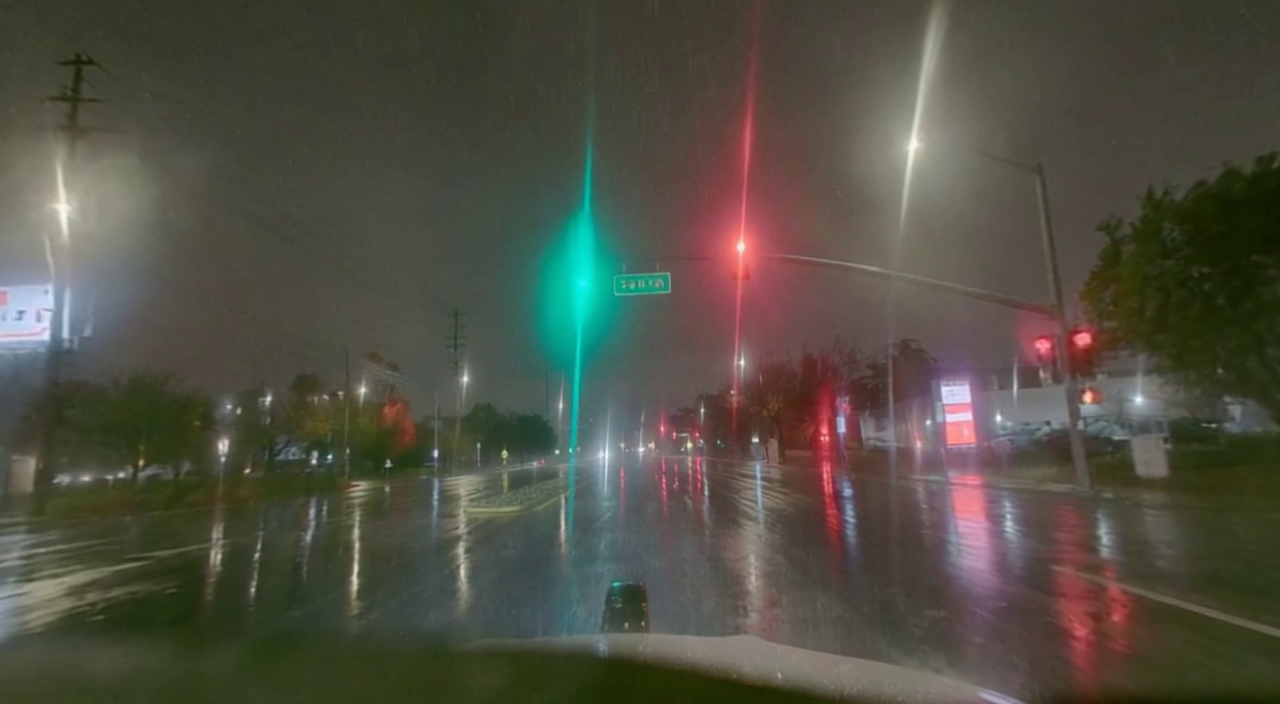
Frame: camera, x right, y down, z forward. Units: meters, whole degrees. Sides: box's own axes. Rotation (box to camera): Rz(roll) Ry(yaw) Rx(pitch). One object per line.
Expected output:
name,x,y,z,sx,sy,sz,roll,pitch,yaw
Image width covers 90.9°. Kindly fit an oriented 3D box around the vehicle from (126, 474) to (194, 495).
vehicle,-37.419,10.319,49.249,1.736,1.399,4.271,-1,-9,4
